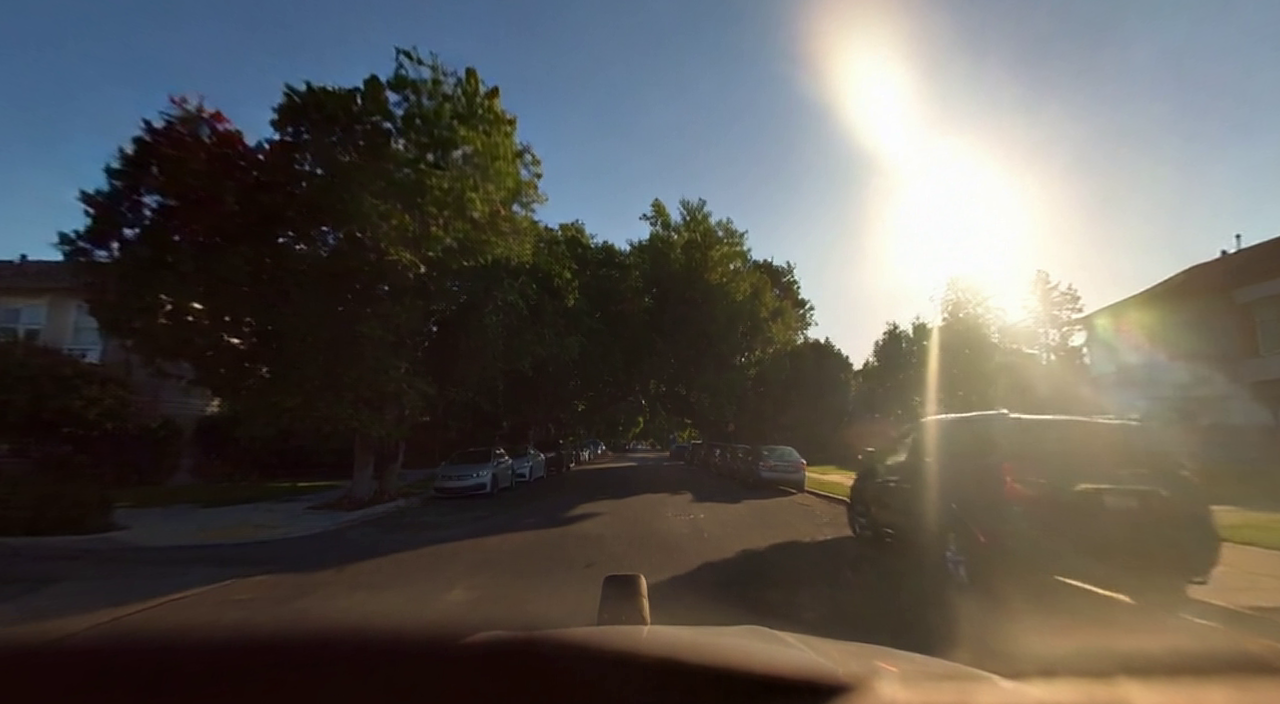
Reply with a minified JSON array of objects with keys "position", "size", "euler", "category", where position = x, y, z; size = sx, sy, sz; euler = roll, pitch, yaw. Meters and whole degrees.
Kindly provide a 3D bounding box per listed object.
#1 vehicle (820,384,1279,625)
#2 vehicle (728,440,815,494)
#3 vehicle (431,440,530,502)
[{"position":[4.086,1.579,7.611],"size":[2.215,1.897,5.131],"euler":[0,-8,0],"category":"vehicle"},{"position":[4.119,3.665,20.452],"size":[1.862,1.525,4.421],"euler":[0,-8,0],"category":"vehicle"},{"position":[-4.462,3.363,18.258],"size":[1.870,1.562,4.212],"euler":[0,-8,-2],"category":"vehicle"}]
